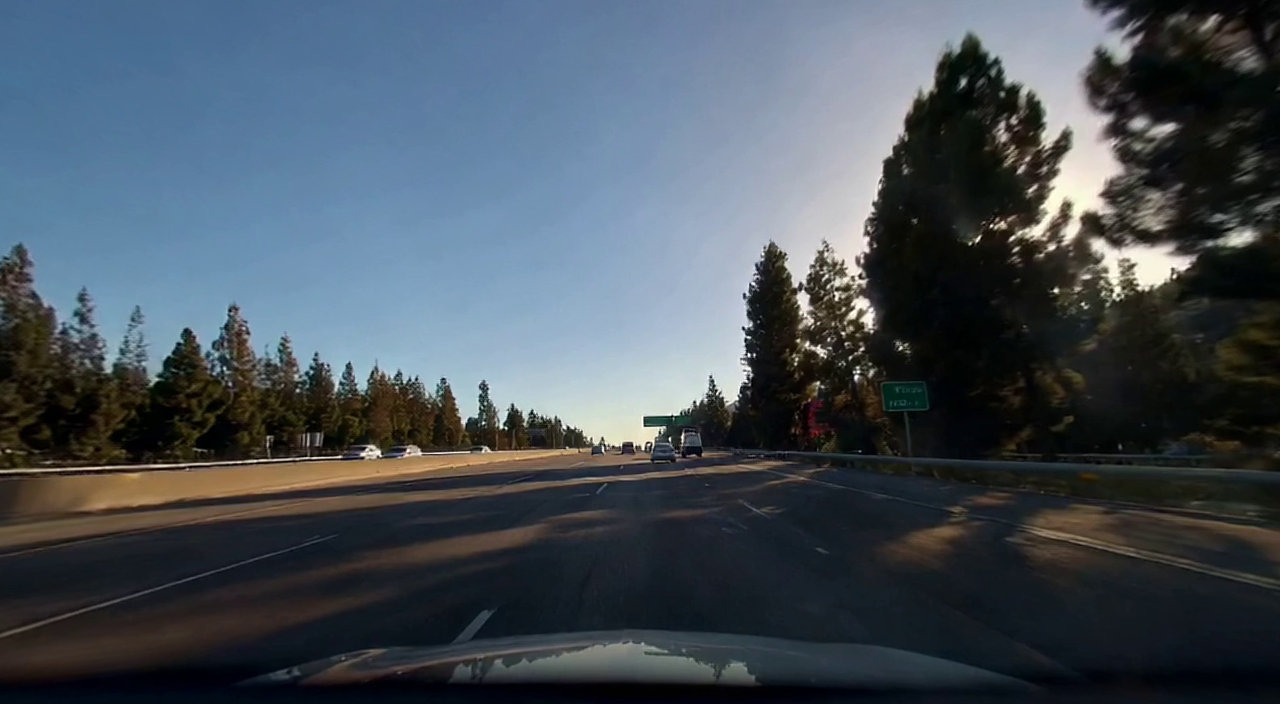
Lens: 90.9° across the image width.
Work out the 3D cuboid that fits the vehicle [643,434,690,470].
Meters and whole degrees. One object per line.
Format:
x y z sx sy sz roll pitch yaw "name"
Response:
1.319 5.294 33.658 2.260 1.766 4.348 0 -8 -1 "vehicle"
